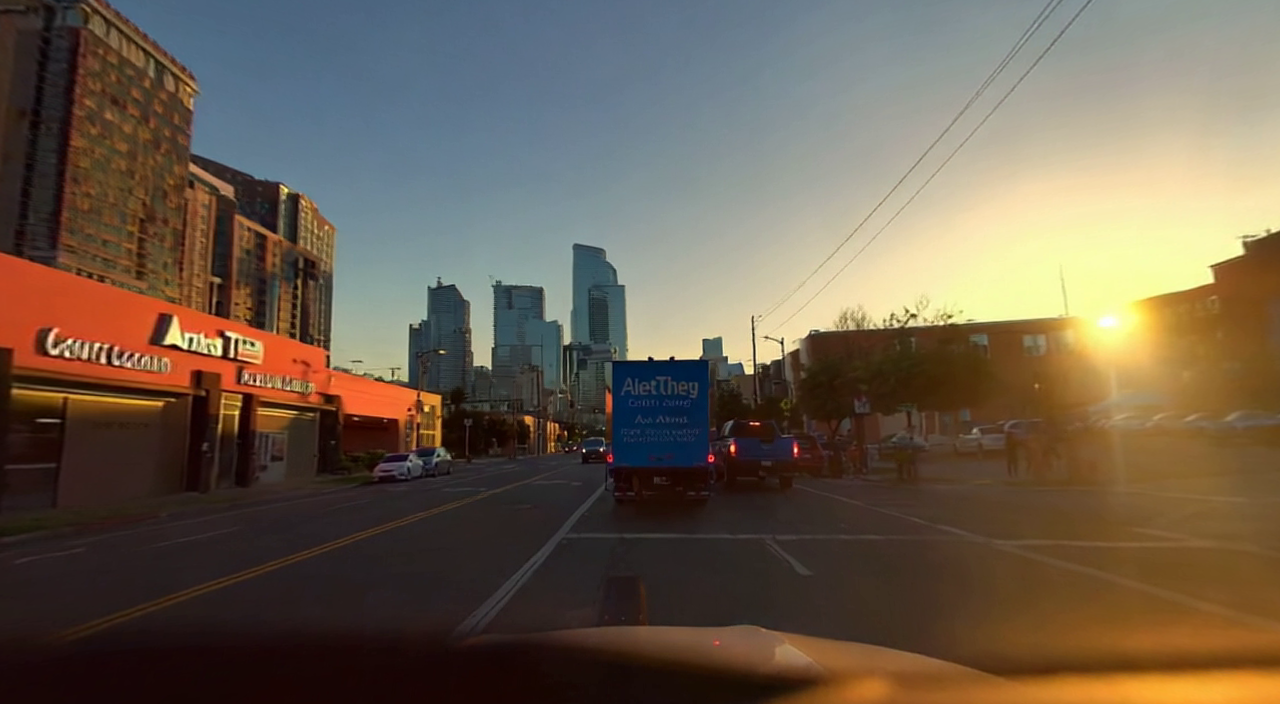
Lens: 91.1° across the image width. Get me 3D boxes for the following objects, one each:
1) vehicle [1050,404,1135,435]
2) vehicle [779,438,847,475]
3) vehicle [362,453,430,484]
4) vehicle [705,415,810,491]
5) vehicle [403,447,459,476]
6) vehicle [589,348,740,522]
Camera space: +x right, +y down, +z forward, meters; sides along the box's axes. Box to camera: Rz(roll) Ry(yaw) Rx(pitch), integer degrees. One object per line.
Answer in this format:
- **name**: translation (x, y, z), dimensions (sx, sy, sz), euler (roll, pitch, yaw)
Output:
- **vehicle**: translation (26.068, 3.963, 36.310), dimensions (1.811, 1.623, 3.921), euler (1, -8, -3)
- **vehicle**: translation (7.828, 4.757, 28.863), dimensions (1.951, 1.548, 4.290), euler (0, -8, 1)
- **vehicle**: translation (-13.235, 6.315, 34.347), dimensions (1.901, 1.508, 4.405), euler (0, -8, 0)
- **vehicle**: translation (3.490, 3.150, 19.924), dimensions (2.346, 2.062, 5.236), euler (0, -8, 1)
- **vehicle**: translation (-13.078, 6.873, 39.570), dimensions (1.943, 1.682, 4.365), euler (0, -8, 0)
- **vehicle**: translation (0.303, 1.824, 13.735), dimensions (2.517, 2.926, 6.177), euler (0, -8, -2)
